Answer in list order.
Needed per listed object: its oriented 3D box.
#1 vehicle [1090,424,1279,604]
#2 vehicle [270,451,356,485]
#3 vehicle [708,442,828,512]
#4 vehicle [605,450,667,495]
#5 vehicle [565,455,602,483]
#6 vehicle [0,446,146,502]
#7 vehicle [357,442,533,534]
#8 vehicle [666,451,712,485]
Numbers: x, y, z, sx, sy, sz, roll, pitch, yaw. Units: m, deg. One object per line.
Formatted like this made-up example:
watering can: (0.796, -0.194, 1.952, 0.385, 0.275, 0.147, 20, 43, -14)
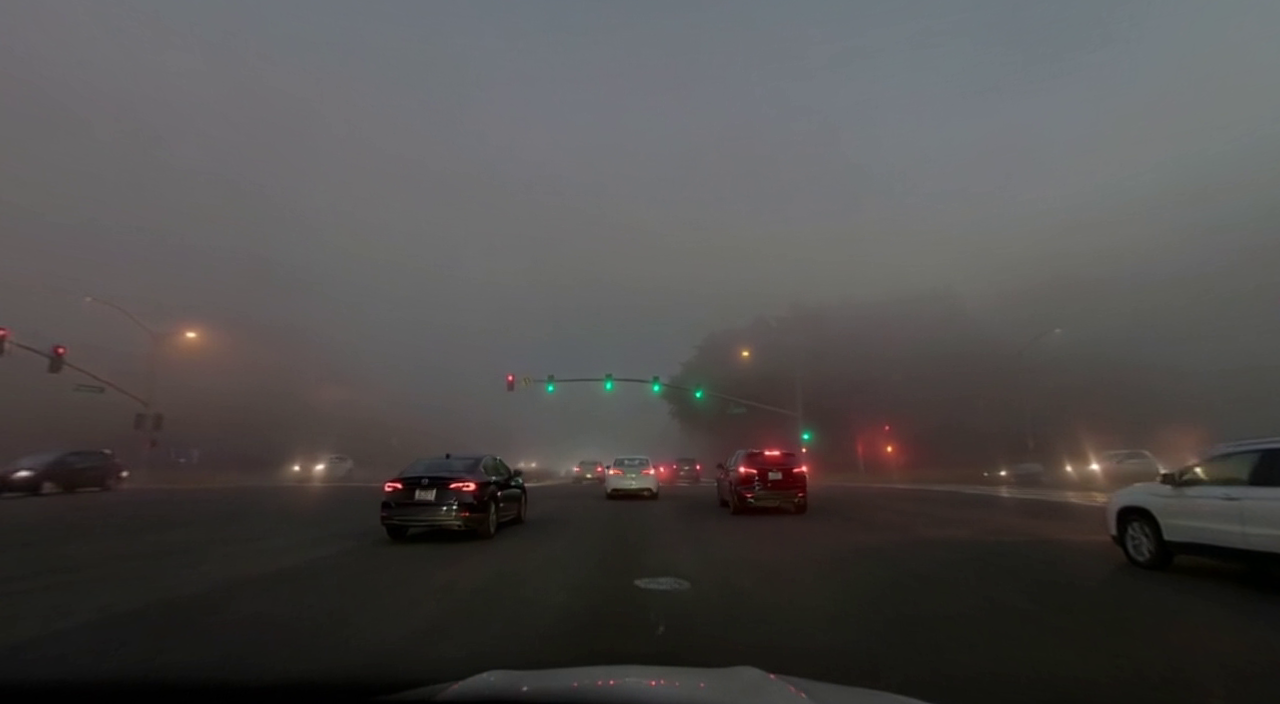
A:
vehicle: (6.571, 1.389, 5.322, 1.959, 1.553, 4.809, 0, -9, -1)
vehicle: (-18.379, 6.584, 35.875, 2.172, 1.751, 4.889, 0, -10, 1)
vehicle: (3.155, 3.190, 16.727, 1.996, 1.566, 4.917, 0, -9, -2)
vehicle: (-0.183, 4.351, 23.234, 2.098, 1.461, 3.958, 0, -9, -1)
vehicle: (-3.716, 7.801, 42.347, 2.033, 1.714, 4.278, 0, -9, 1)
vehicle: (-17.848, 3.639, 19.353, 1.857, 1.511, 4.399, 0, -9, 0)
vehicle: (-3.555, 2.557, 12.575, 2.045, 1.463, 4.490, 0, -9, 0)
vehicle: (2.699, 6.546, 35.914, 2.138, 1.778, 4.422, 0, -9, -2)
